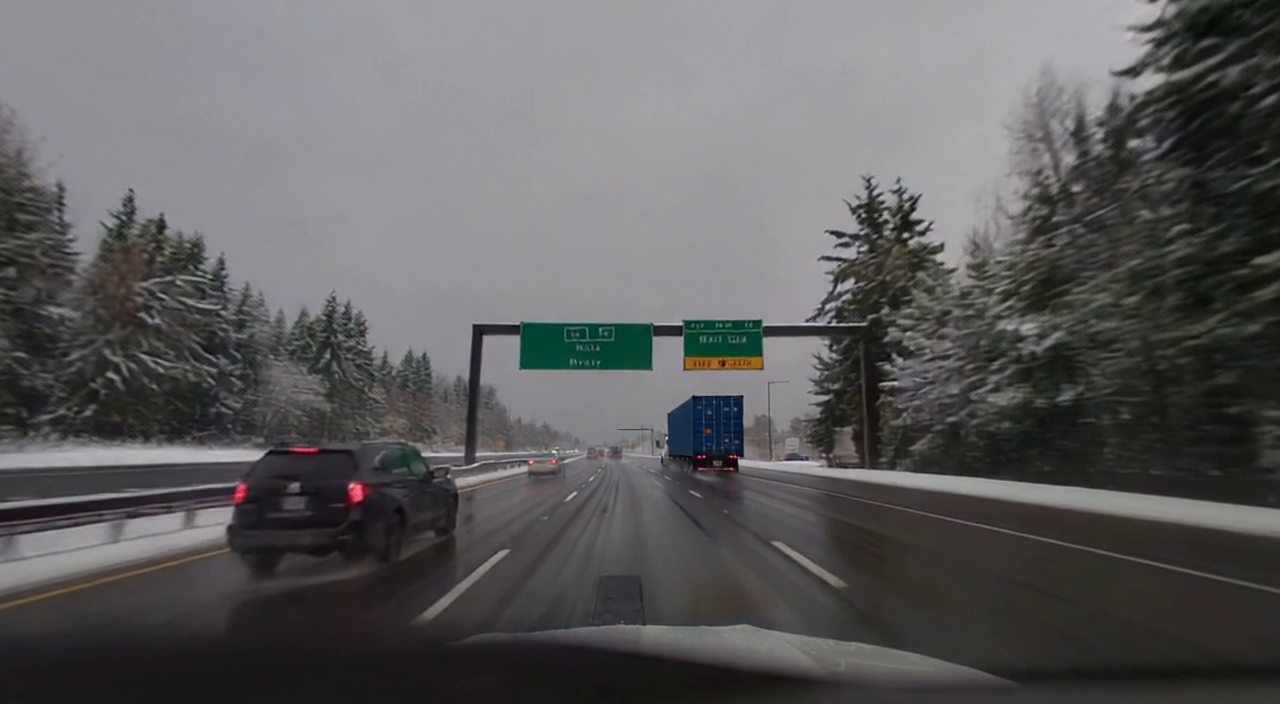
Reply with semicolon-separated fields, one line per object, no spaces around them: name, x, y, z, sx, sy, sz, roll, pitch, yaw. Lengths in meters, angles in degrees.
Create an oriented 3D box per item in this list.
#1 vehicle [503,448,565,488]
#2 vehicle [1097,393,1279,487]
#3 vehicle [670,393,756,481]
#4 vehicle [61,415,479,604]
vehicle;-4.415;4.895;26.880;2.063;1.532;3.763;0;-9;-1
vehicle;28.857;4.132;29.409;2.986;4.013;13.935;1;-9;-8
vehicle;3.683;4.925;35.561;2.821;4.046;12.876;0;-9;-2
vehicle;-3.954;1.803;8.222;2.370;1.647;5.091;0;-9;0
